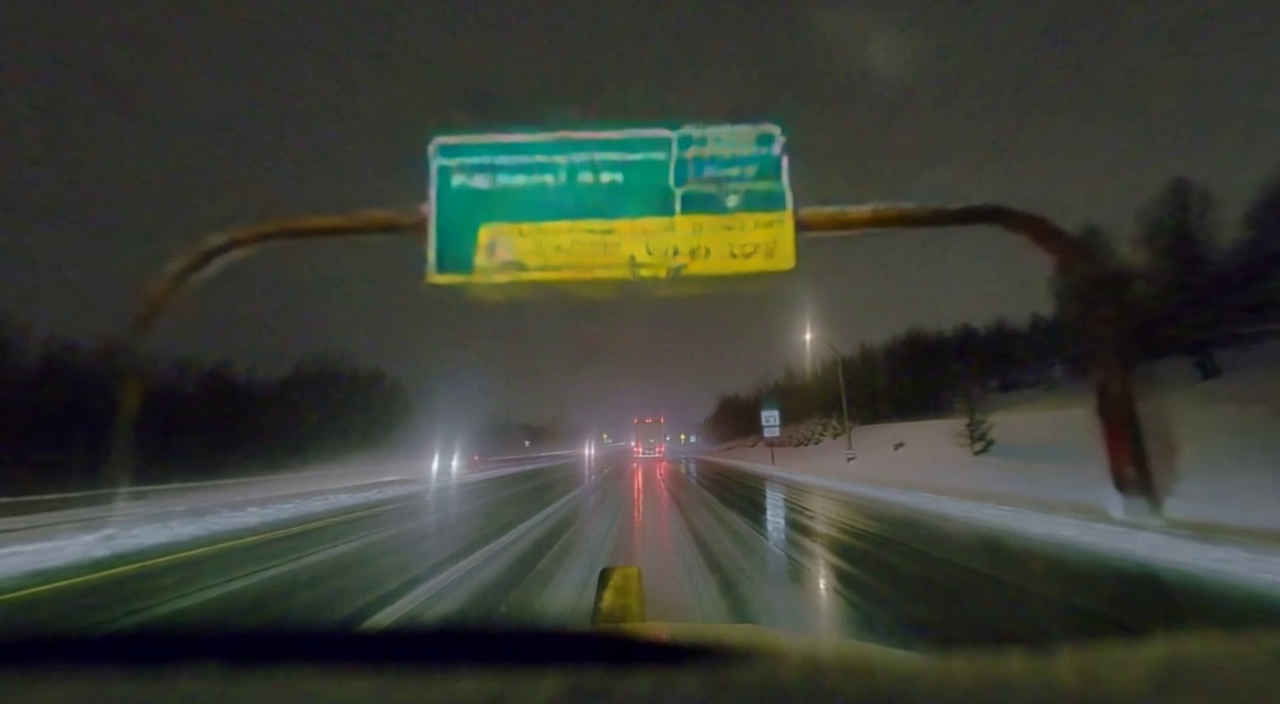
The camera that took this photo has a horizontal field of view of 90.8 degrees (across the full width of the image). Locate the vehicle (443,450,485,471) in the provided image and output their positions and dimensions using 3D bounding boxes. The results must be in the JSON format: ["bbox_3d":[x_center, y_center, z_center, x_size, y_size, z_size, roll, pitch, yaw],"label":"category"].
[{"bbox_3d":[-13.023,8.027,46.854,1.833,1.431,4.206,0,-9,1],"label":"vehicle"}]
